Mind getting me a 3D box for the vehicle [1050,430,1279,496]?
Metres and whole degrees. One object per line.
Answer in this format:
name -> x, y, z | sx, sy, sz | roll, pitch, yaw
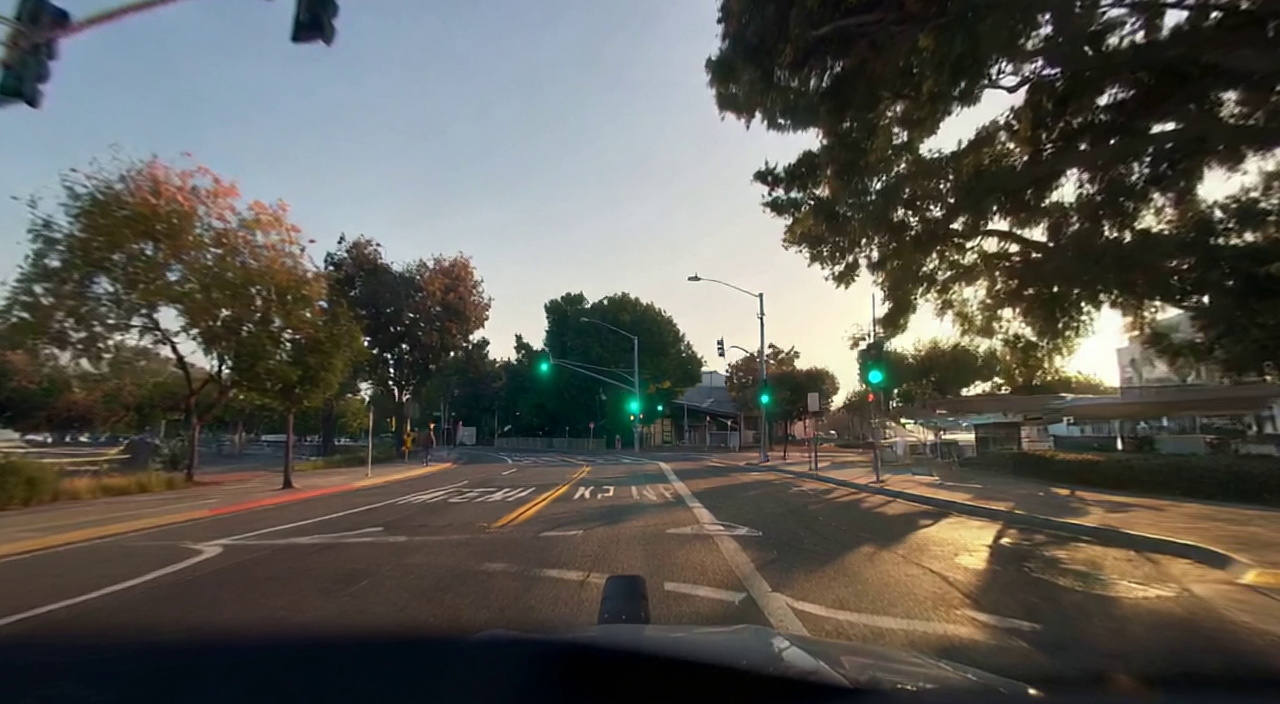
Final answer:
vehicle -> 13.044, 2.675, 15.349 | 4.484, 1.443, 2.094 | -1, -9, 10
